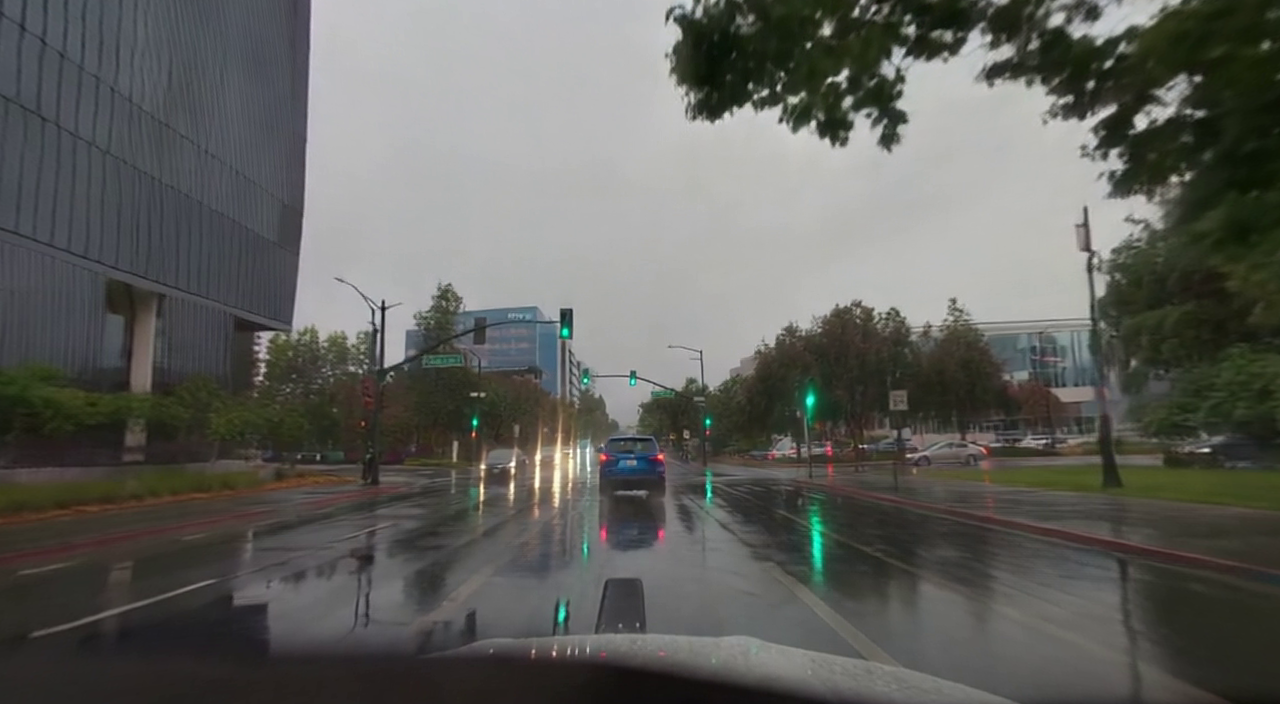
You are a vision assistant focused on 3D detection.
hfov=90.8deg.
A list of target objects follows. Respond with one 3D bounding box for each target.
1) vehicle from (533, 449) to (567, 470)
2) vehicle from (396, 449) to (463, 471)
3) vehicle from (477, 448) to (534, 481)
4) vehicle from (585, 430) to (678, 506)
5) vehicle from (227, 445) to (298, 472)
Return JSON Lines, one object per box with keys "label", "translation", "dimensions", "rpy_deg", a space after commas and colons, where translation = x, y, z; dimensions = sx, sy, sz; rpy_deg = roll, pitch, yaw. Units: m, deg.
{"label": "vehicle", "translation": [-6.910, 8.310, 48.997], "dimensions": [1.934, 1.476, 4.457], "rpy_deg": [0, -8, 1]}
{"label": "vehicle", "translation": [-16.619, 8.512, 49.946], "dimensions": [4.588, 1.582, 1.980], "rpy_deg": [6, -11, -33]}
{"label": "vehicle", "translation": [-6.588, 5.546, 31.347], "dimensions": [1.908, 1.475, 4.337], "rpy_deg": [0, -8, 0]}
{"label": "vehicle", "translation": [-0.265, 3.047, 17.042], "dimensions": [2.183, 1.765, 4.059], "rpy_deg": [0, -8, -2]}
{"label": "vehicle", "translation": [-26.655, 7.494, 44.566], "dimensions": [4.393, 1.730, 2.151], "rpy_deg": [-5, -9, 26]}
